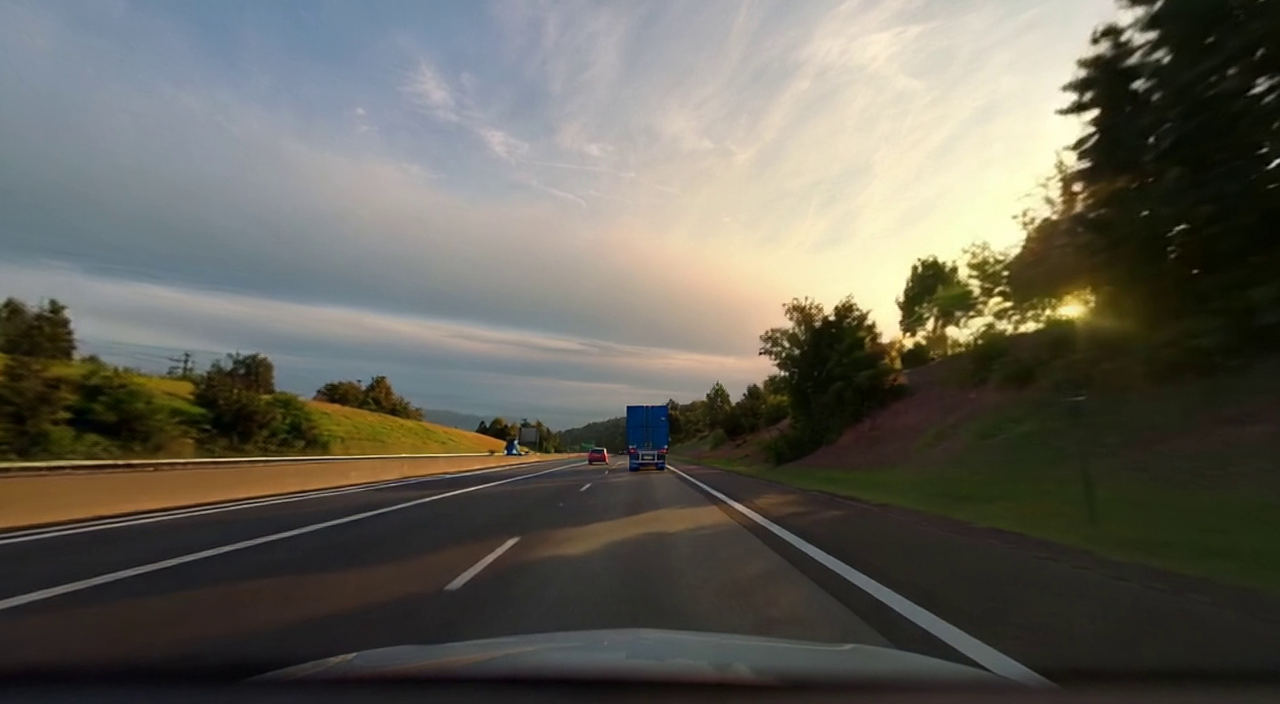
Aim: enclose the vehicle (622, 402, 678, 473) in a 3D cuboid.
[{"bbox_3d":[0.410,5.694,41.149,3.055,4.009,10.972,0,-9,-2],"label":"vehicle"}]
